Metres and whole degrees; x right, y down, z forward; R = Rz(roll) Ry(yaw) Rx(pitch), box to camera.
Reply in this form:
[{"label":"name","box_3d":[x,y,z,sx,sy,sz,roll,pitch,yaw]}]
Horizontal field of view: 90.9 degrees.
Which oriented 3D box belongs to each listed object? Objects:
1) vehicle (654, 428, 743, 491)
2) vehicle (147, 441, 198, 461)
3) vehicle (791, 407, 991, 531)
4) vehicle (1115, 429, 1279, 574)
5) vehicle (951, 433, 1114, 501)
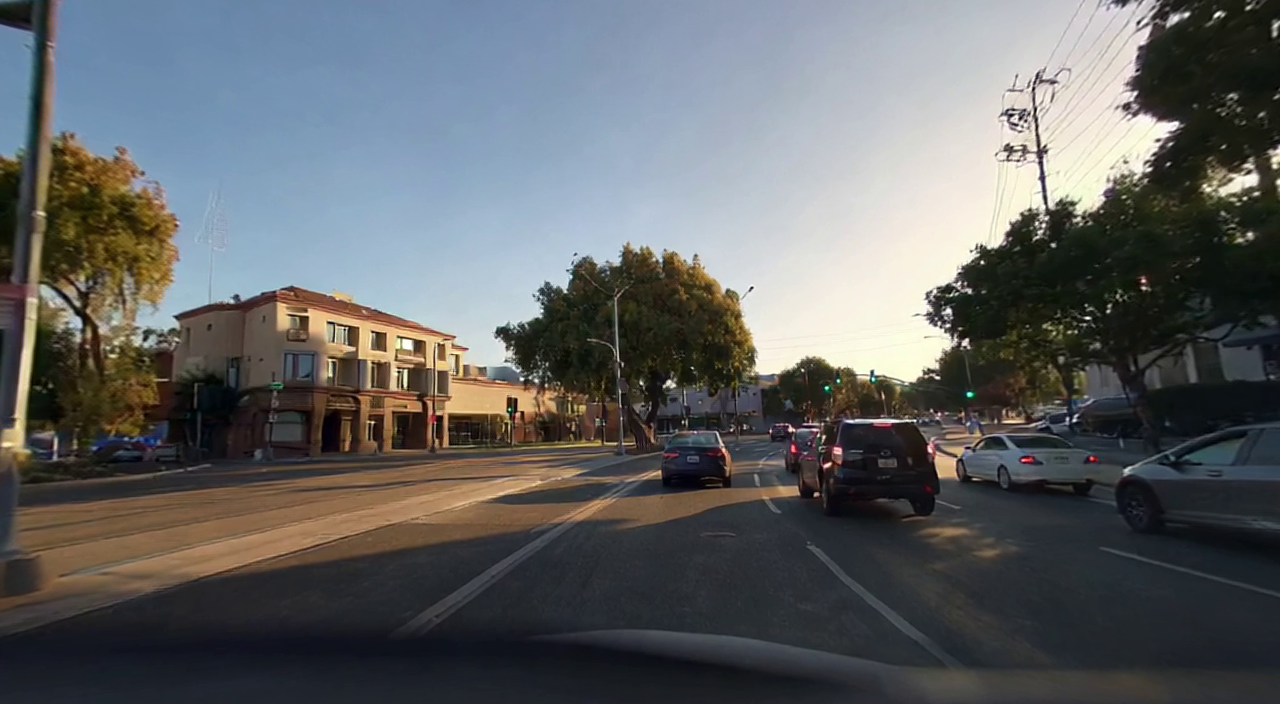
[{"label":"vehicle","box_3d":[1.765,2.961,17.680,2.168,1.527,4.174,-1,-8,9]},{"label":"vehicle","box_3d":[-36.865,7.770,49.620,4.848,1.498,2.009,-7,-11,39]},{"label":"vehicle","box_3d":[4.293,2.085,11.815,2.119,1.810,4.848,-1,-8,5]},{"label":"vehicle","box_3d":[7.521,1.553,6.555,1.866,1.471,4.478,0,-8,4]},{"label":"vehicle","box_3d":[9.742,2.863,16.137,1.882,1.463,4.543,-1,-9,10]}]
